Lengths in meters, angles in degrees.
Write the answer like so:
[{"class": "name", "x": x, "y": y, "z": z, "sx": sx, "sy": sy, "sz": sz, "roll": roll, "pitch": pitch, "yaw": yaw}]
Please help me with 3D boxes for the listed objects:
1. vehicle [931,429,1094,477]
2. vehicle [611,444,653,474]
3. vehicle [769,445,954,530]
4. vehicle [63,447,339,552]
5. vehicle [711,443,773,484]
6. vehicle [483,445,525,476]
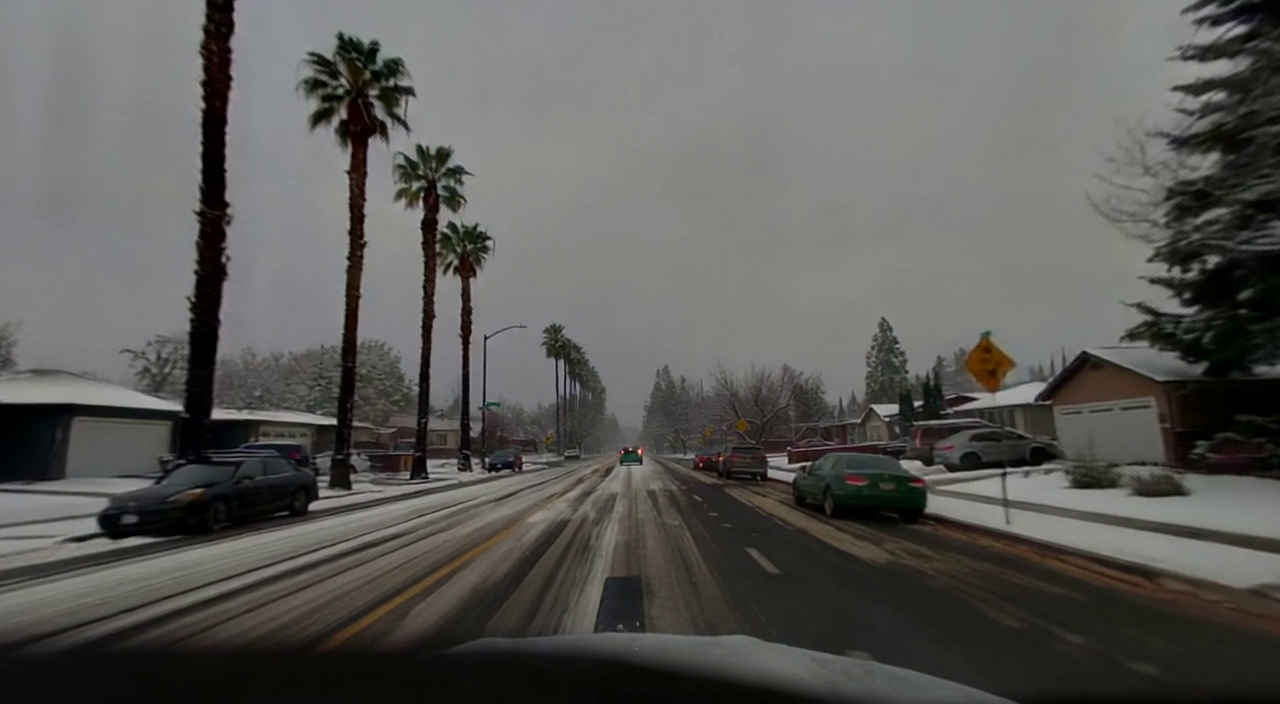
[{"class": "vehicle", "x": 12.499, "y": 3.410, "z": 21.403, "sx": 4.288, "sy": 1.539, "sz": 1.934, "roll": 0, "pitch": -9, "yaw": -1}, {"class": "vehicle", "x": -0.415, "y": 5.649, "z": 33.582, "sx": 2.098, "sy": 1.483, "sz": 4.099, "roll": 0, "pitch": -9, "yaw": -1}, {"class": "vehicle", "x": 4.494, "y": 2.816, "z": 13.897, "sx": 2.033, "sy": 1.495, "sz": 5.175, "roll": 0, "pitch": -9, "yaw": -2}, {"class": "vehicle", "x": -8.946, "y": 2.980, "z": 13.748, "sx": 2.181, "sy": 1.527, "sz": 5.441, "roll": -2, "pitch": -7, "yaw": 0}, {"class": "vehicle", "x": 4.420, "y": 4.914, "z": 28.260, "sx": 2.017, "sy": 1.646, "sz": 5.389, "roll": 0, "pitch": -9, "yaw": 2}, {"class": "vehicle", "x": -9.040, "y": 7.226, "z": 42.281, "sx": 1.945, "sy": 1.666, "sz": 4.107, "roll": -3, "pitch": -6, "yaw": -1}]
